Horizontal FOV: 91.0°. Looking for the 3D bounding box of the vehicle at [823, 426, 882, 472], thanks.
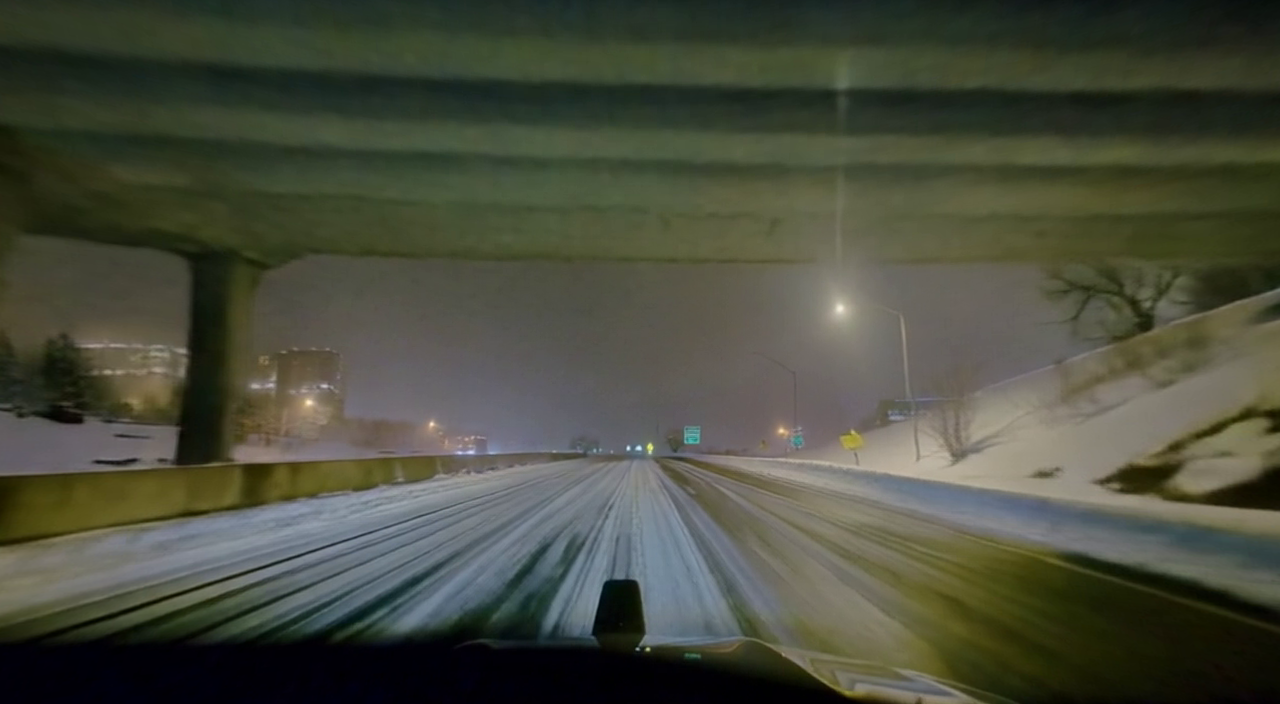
[{"bbox_3d":[13.531,6.242,40.457,2.789,2.778,3.541,-1,-9,6],"label":"vehicle"}]
